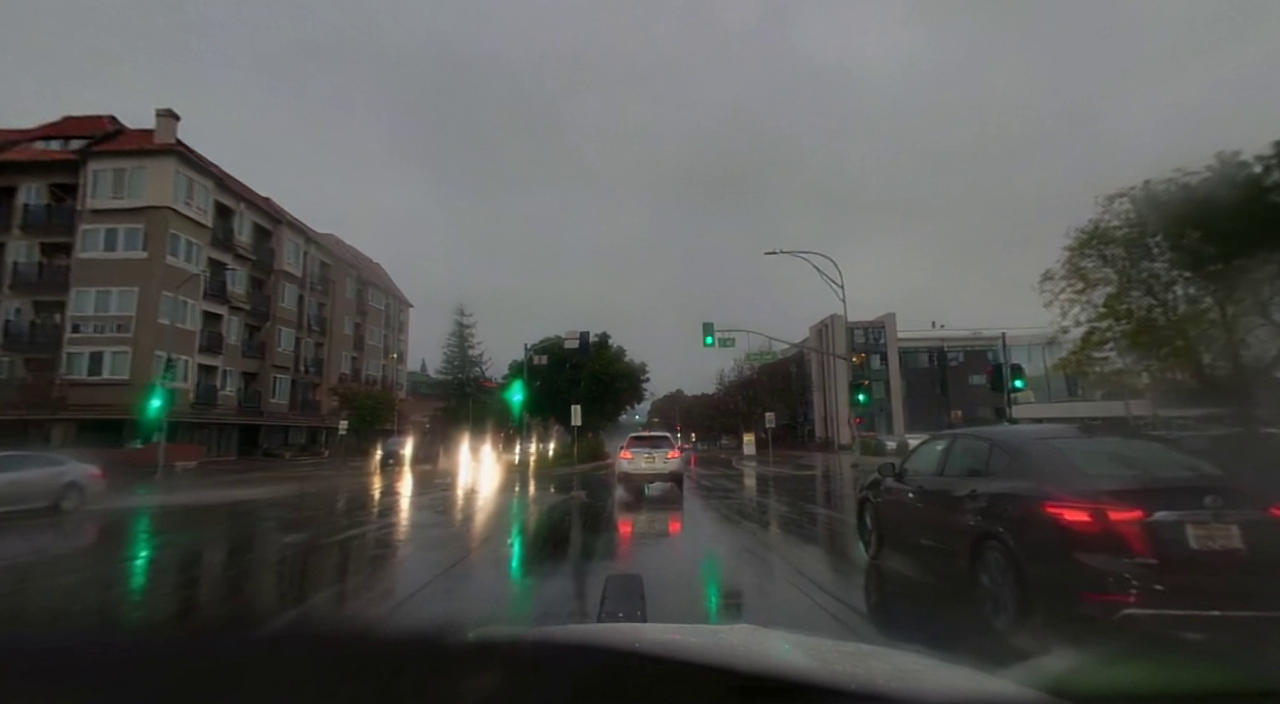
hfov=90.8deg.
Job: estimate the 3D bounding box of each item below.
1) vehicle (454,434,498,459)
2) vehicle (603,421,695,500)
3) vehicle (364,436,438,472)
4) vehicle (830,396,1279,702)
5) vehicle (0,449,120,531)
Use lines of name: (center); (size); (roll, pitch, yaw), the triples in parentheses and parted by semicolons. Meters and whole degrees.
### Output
vehicle: (-12.677, 7.334, 49.186); (2.076, 1.836, 4.847); (0, -8, 1)
vehicle: (0.329, 2.989, 17.894); (2.206, 1.858, 5.332); (-1, -8, 3)
vehicle: (-12.725, 5.448, 34.045); (1.964, 1.712, 5.236); (0, -8, 0)
vehicle: (3.264, 1.342, 5.500); (1.906, 1.608, 4.137); (0, -8, 0)
vehicle: (-13.007, 2.685, 12.336); (1.943, 1.487, 4.472); (0, -8, -1)
